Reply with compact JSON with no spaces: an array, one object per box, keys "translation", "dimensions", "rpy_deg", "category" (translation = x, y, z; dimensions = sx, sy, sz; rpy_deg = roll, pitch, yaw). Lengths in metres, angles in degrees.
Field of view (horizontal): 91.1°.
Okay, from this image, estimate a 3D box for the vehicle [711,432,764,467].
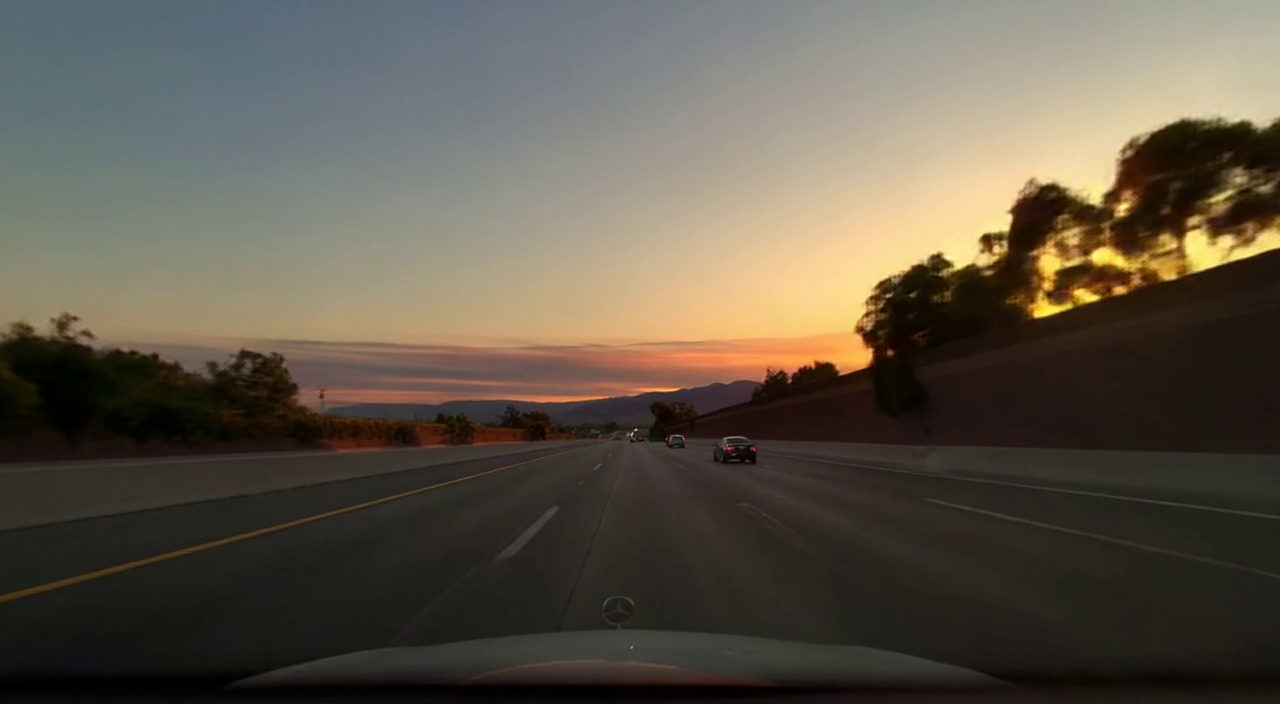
[{"translation":[4.543,4.572,29.717],"dimensions":[1.802,1.492,3.804],"rpy_deg":[0,-8,-1],"category":"vehicle"}]
